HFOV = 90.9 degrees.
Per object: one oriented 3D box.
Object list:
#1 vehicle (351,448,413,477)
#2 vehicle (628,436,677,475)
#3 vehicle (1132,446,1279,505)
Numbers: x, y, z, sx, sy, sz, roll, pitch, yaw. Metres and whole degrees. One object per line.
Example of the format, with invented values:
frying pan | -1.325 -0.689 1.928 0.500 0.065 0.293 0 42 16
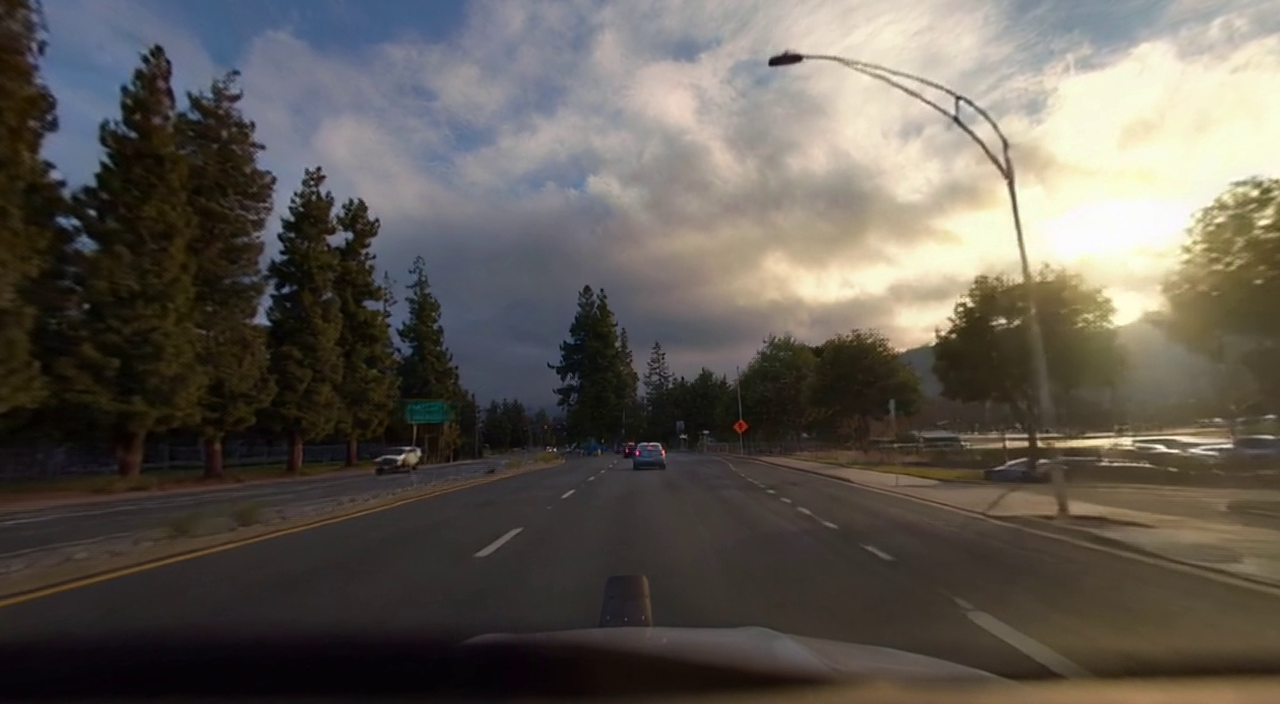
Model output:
vehicle | -16.544 7.078 40.666 2.034 1.725 4.470 0 -9 0
vehicle | 0.529 4.856 29.756 2.135 1.691 3.884 0 -9 -1
vehicle | 15.827 3.202 16.609 4.205 1.441 1.781 0 -9 -1
